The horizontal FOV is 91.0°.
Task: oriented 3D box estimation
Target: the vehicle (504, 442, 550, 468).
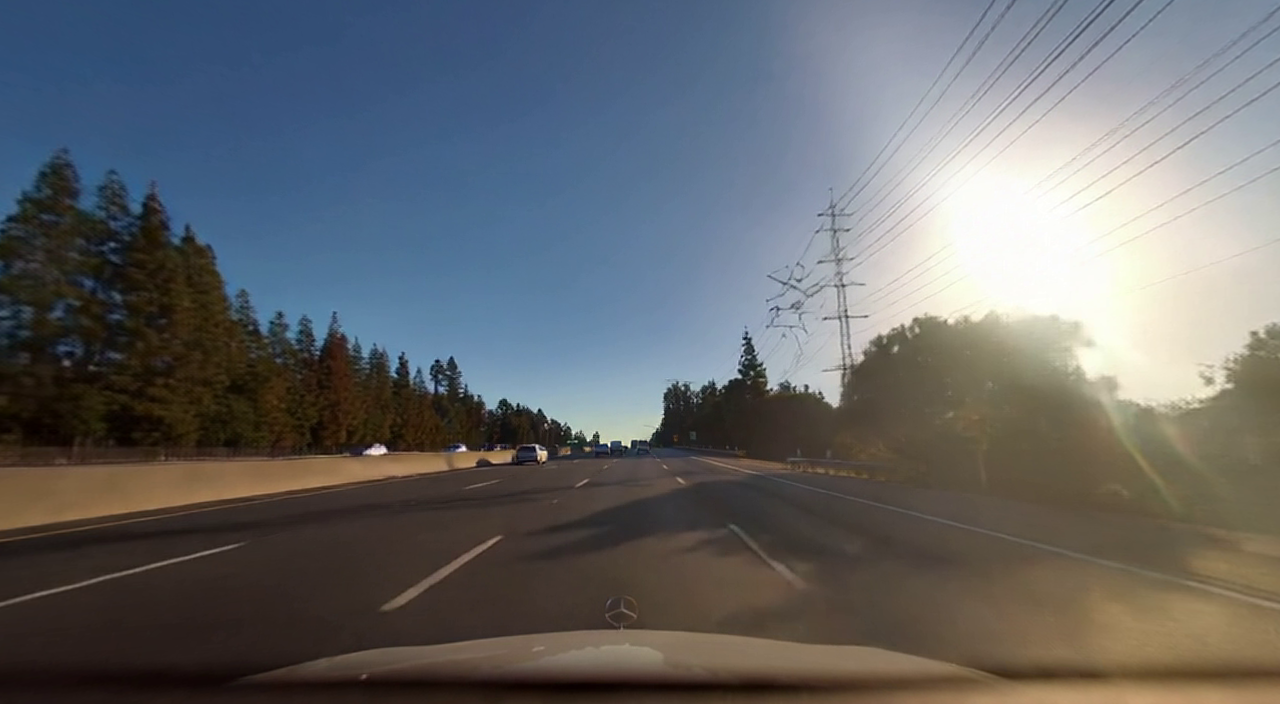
[{"bbox_3d":[-7.260,6.678,40.915,2.034,1.563,4.476,0,-9,1],"label":"vehicle"}]
